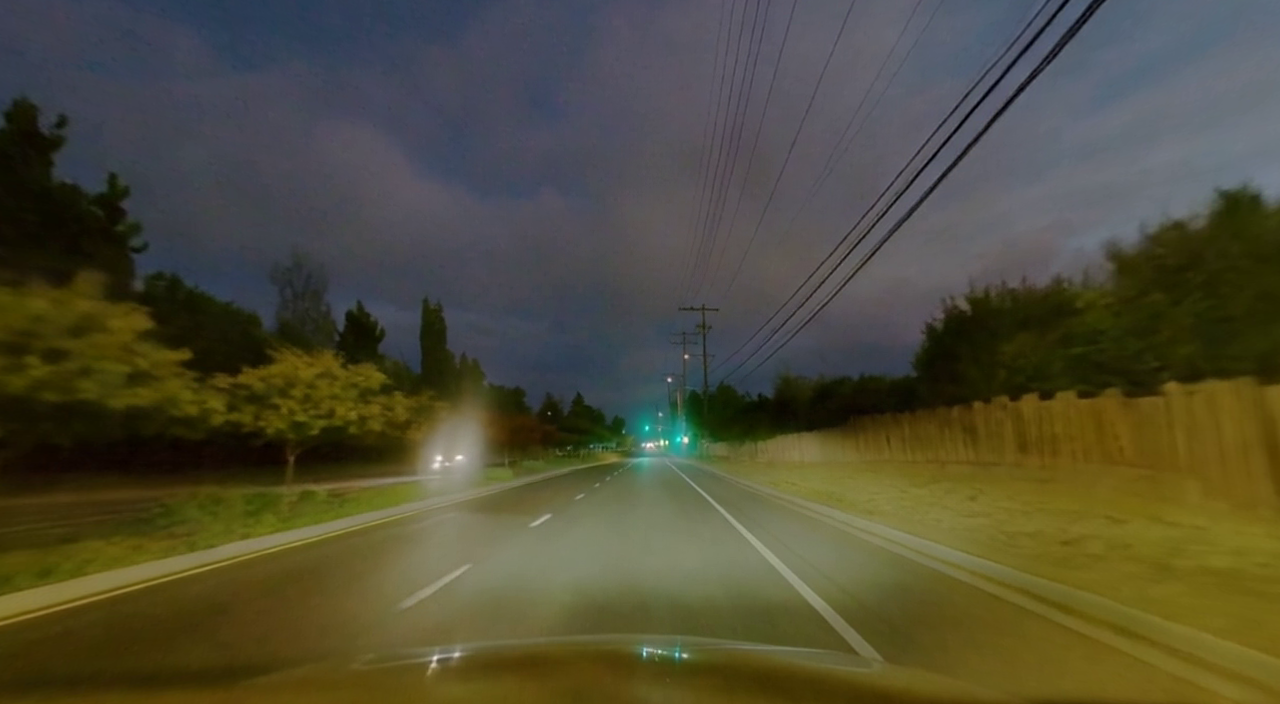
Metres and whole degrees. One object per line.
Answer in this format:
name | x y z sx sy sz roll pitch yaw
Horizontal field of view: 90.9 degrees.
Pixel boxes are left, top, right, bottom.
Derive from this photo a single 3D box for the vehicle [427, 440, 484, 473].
vehicle | -10.858 6.145 37.418 2.044 1.815 4.244 0 -8 1
